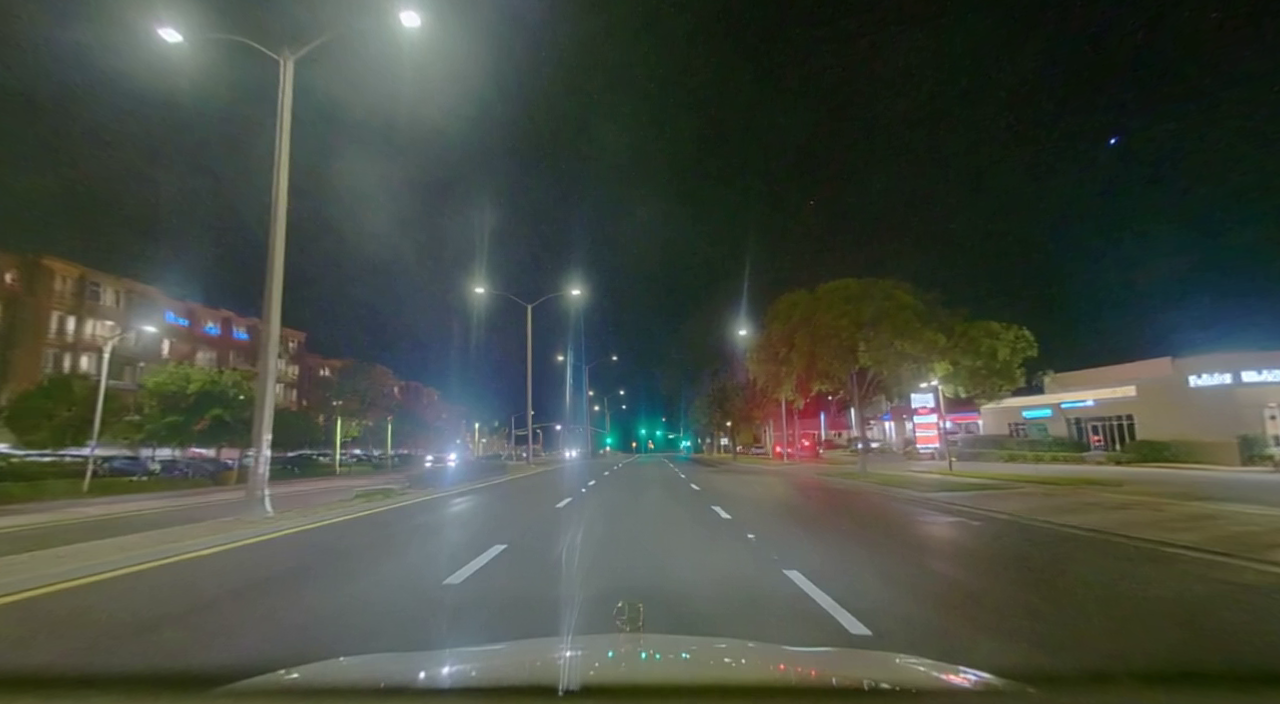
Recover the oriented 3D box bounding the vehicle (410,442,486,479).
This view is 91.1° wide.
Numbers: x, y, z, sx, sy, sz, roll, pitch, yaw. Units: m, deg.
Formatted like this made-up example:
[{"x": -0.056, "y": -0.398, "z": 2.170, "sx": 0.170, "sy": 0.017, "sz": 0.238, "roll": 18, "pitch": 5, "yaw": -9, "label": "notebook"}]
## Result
[{"x": -8.684, "y": 4.939, "z": 28.894, "sx": 1.961, "sy": 1.559, "sz": 4.480, "roll": -1, "pitch": -9, "yaw": 2, "label": "vehicle"}]
